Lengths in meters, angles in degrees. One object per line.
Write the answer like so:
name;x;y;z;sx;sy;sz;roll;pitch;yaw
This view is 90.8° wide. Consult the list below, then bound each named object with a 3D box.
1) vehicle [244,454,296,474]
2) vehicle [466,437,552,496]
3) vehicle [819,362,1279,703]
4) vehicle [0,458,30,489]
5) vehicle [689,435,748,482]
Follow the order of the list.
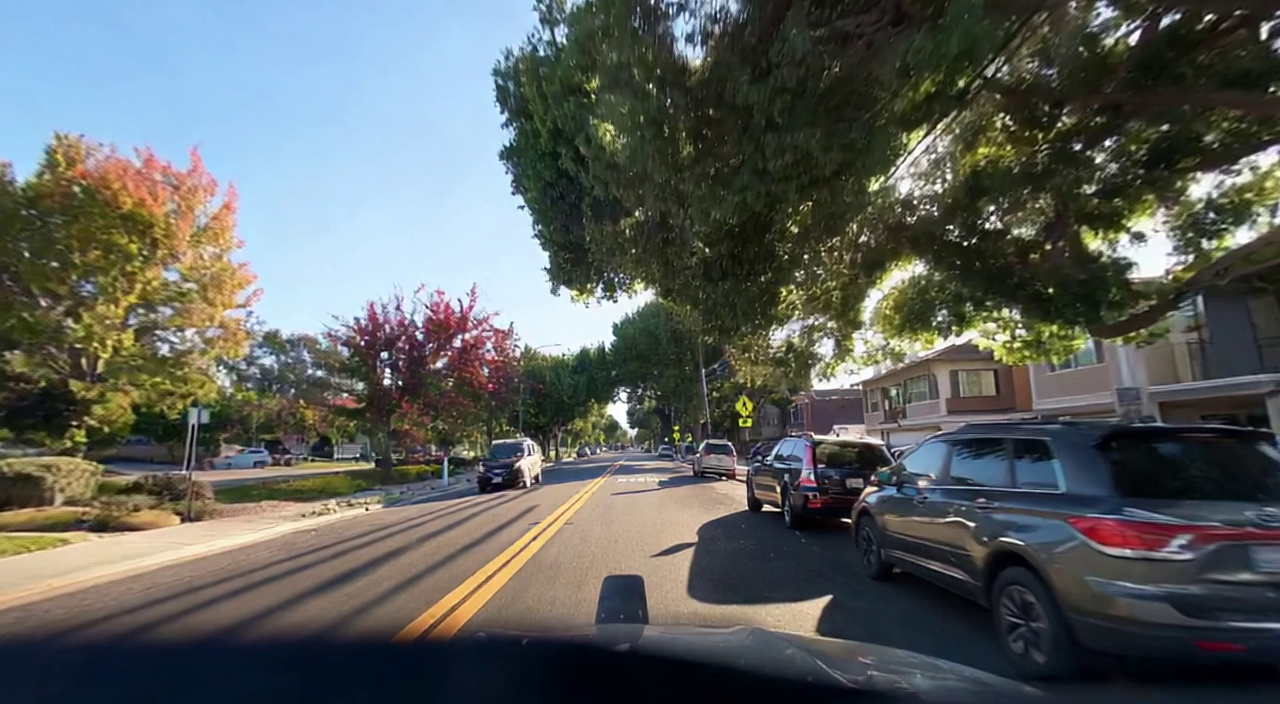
vehicle;-29.184;8.776;49.717;4.558;1.495;1.925;-7;-11;38
vehicle;-4.493;3.985;22.390;2.074;1.836;4.365;-1;-9;0
vehicle;3.367;1.273;5.427;2.137;1.761;4.697;0;-9;-2
vehicle;-35.787;6.862;35.520;3.883;1.505;1.825;-15;-17;42
vehicle;3.435;4.722;28.195;1.949;1.807;4.224;3;-9;-1
